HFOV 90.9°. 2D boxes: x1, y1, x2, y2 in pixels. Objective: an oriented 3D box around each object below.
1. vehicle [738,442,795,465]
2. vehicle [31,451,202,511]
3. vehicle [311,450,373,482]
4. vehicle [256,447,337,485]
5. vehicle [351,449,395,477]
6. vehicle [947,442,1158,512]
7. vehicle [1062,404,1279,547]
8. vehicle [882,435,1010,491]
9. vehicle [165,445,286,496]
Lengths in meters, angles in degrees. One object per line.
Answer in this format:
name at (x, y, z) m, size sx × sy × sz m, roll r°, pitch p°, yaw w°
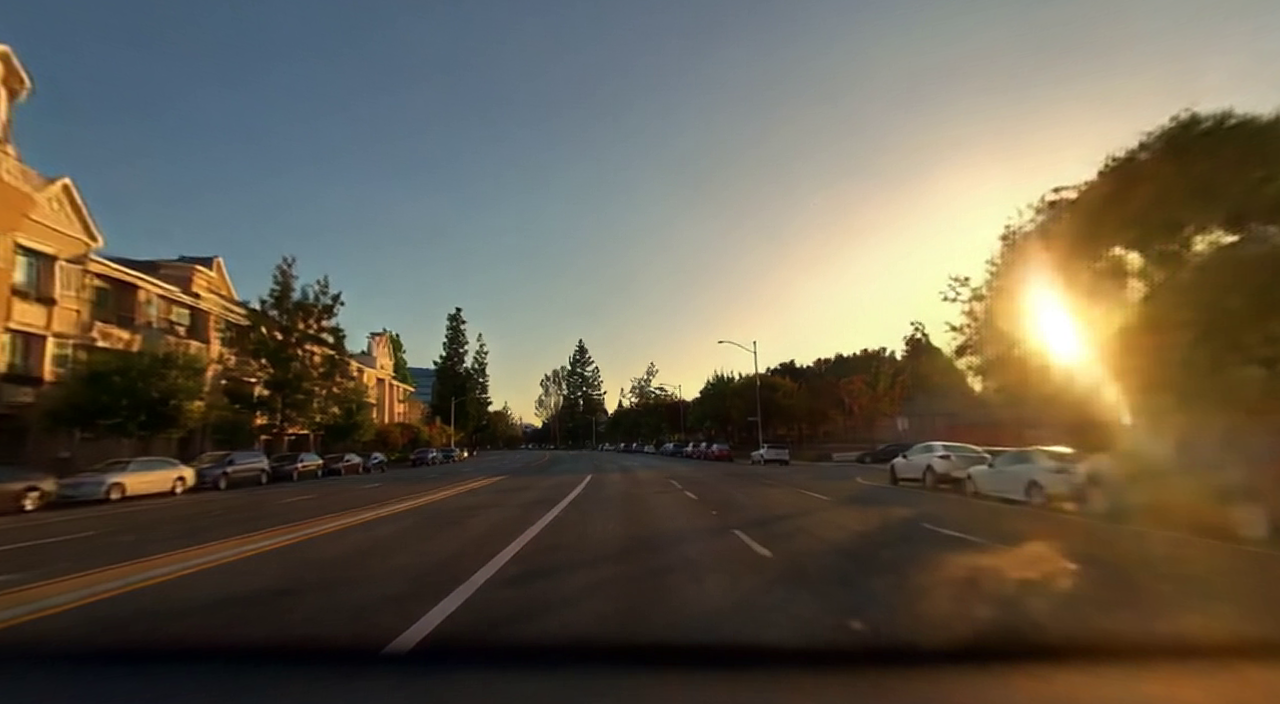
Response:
vehicle at (9.251, 7.498, 46.591) m, size 1.919 × 1.627 × 4.196 m, roll 5°, pitch -10°, yaw -26°
vehicle at (-17.173, 4.188, 21.070) m, size 1.859 × 1.694 × 4.638 m, roll -1°, pitch -8°, yaw -2°
vehicle at (-17.954, 6.852, 38.202) m, size 1.802 × 1.477 × 4.648 m, roll -3°, pitch -5°, yaw -5°
vehicle at (-17.766, 5.880, 32.854) m, size 1.883 × 1.775 × 4.466 m, roll -1°, pitch -8°, yaw -3°
vehicle at (-18.342, 7.603, 43.394) m, size 1.836 × 1.512 × 3.581 m, roll -2°, pitch -6°, yaw -6°
vehicle at (9.721, 2.955, 15.472) m, size 1.863 × 1.423 × 4.709 m, roll 1°, pitch -9°, yaw -2°
vehicle at (9.905, 1.987, 10.482) m, size 2.091 × 1.962 × 5.091 m, roll 1°, pitch -9°, yaw -2°
vehicle at (9.773, 3.584, 20.636) m, size 1.853 × 1.578 × 4.736 m, roll 0°, pitch -9°, yaw 0°
vehicle at (-17.484, 4.960, 26.956) m, size 2.099 × 1.917 × 4.720 m, roll -1°, pitch -8°, yaw -2°
